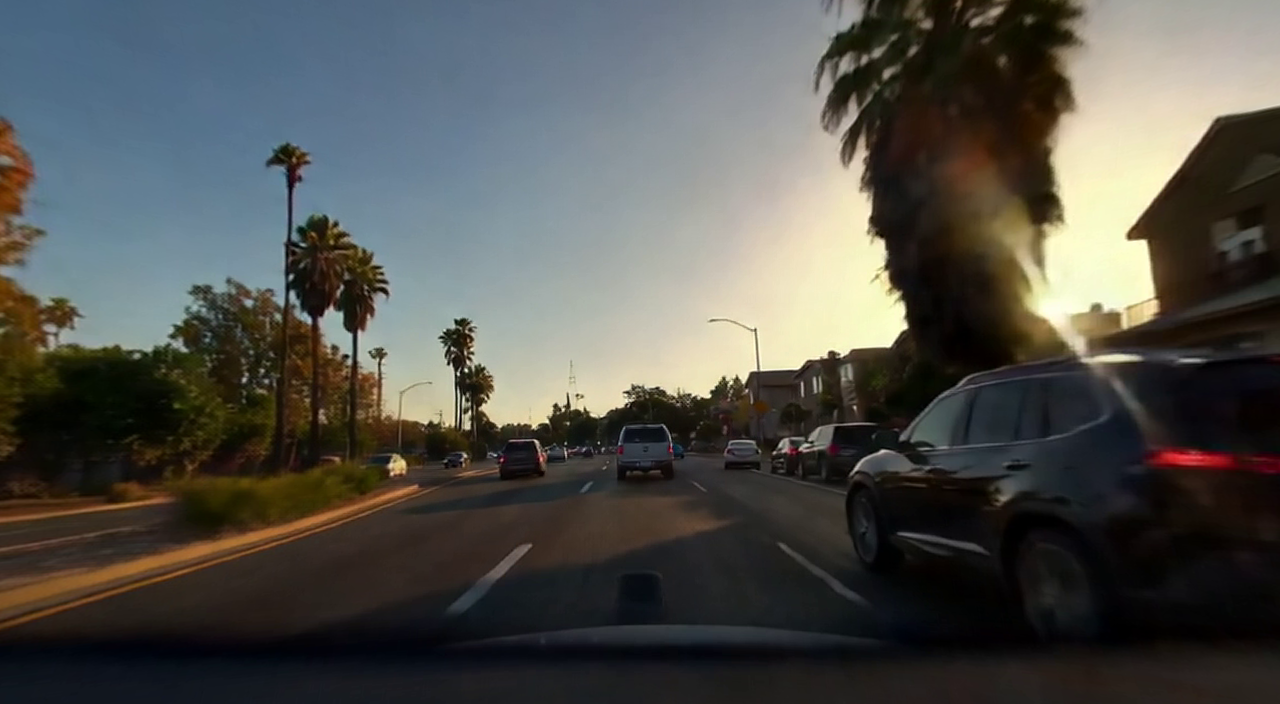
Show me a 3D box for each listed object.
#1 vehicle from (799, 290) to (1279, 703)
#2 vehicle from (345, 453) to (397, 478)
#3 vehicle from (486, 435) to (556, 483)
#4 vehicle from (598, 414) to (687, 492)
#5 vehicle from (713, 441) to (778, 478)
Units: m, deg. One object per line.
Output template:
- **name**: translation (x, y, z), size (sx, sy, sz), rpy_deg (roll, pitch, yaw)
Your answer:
- **vehicle**: translation (3.410, 1.138, 4.990), size (2.576, 1.815, 6.267), rpy_deg (0, -9, -1)
- **vehicle**: translation (-19.467, 8.183, 45.630), size (2.048, 1.679, 4.356), rpy_deg (0, -9, -3)
- **vehicle**: translation (-4.543, 4.151, 24.621), size (2.235, 1.682, 4.662), rpy_deg (1, -9, -5)
- **vehicle**: translation (-0.095, 3.277, 20.688), size (2.507, 2.161, 6.049), rpy_deg (1, -9, -3)
- **vehicle**: translation (4.299, 4.469, 26.409), size (2.178, 1.411, 4.732), rpy_deg (0, -9, 3)
